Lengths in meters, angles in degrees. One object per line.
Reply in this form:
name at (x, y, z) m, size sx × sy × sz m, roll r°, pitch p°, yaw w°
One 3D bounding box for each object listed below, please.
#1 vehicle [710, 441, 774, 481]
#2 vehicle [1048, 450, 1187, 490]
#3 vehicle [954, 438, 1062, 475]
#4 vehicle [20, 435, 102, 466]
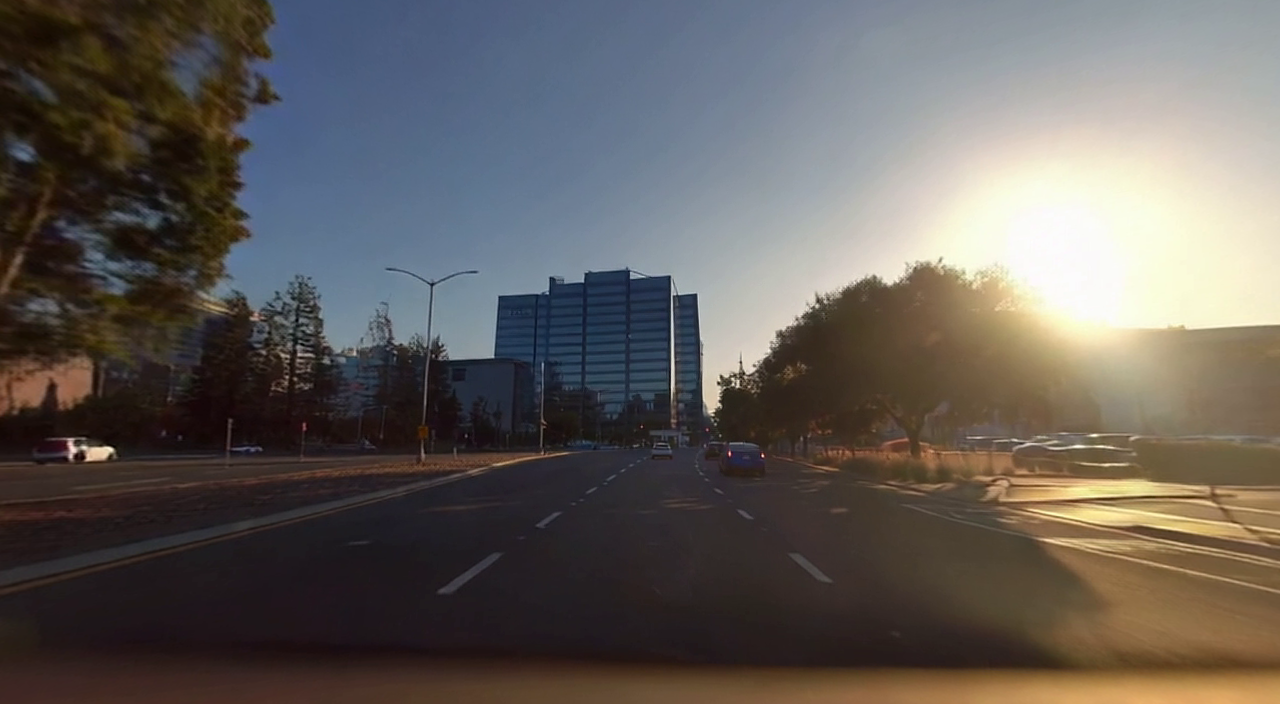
vehicle at (4.184, 4.539, 26.483) m, size 1.981 × 1.499 × 4.536 m, roll 0°, pitch -9°, yaw 1°
vehicle at (19.449, 4.778, 25.905) m, size 1.696 × 1.398 × 4.190 m, roll 3°, pitch -9°, yaw -21°
vehicle at (22.045, 6.209, 37.788) m, size 5.456 × 1.919 × 2.222 m, roll 0°, pitch -8°, yaw -14°
vehicle at (-42.012, 7.151, 45.891) m, size 2.142 × 2.071 × 5.381 m, roll 3°, pitch -9°, yaw -17°
